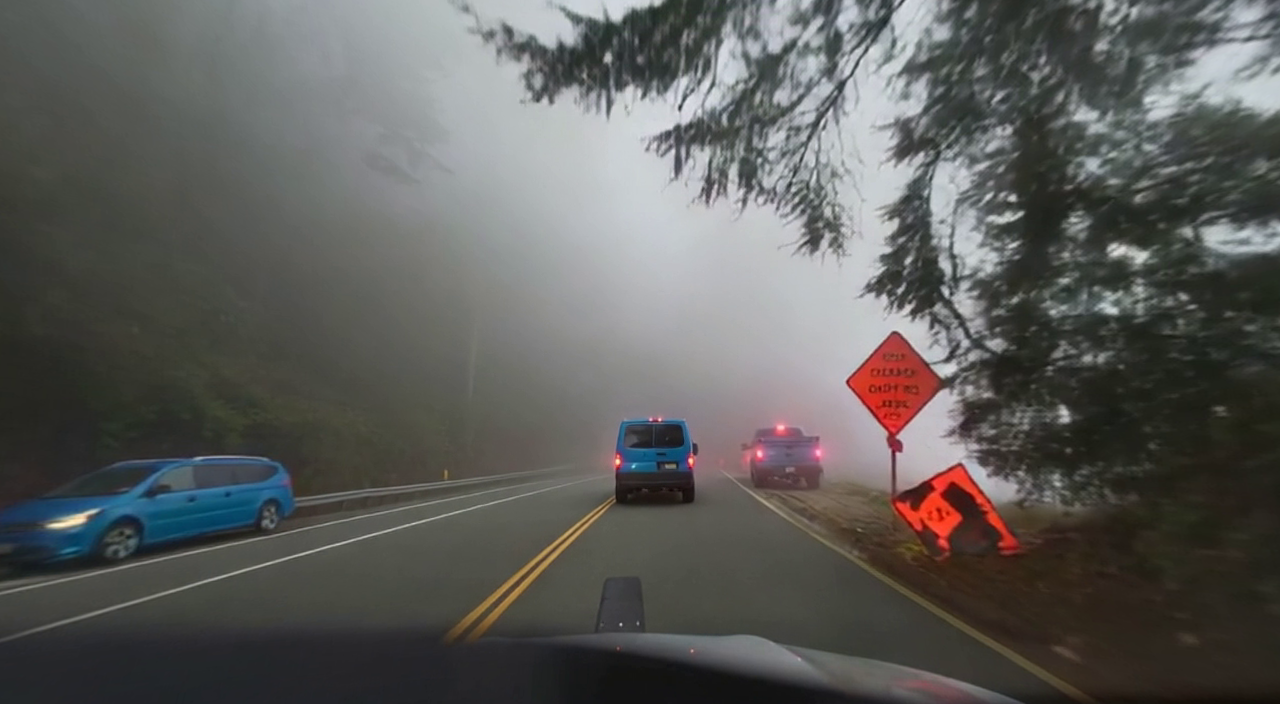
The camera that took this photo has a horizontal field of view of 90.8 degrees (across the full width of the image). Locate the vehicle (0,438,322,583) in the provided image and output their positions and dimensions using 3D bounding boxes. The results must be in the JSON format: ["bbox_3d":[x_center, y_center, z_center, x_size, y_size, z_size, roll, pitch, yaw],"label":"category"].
[{"bbox_3d":[-8.204,2.450,11.023,2.055,1.809,5.906,0,-9,2],"label":"vehicle"}]

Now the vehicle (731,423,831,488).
[{"bbox_3d":[5.012,3.846,23.880,2.833,2.033,7.668,-1,-9,6],"label":"vehicle"}]

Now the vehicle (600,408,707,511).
[{"bbox_3d":[0.481,2.736,16.498,2.362,2.247,4.892,-1,-9,5],"label":"vehicle"}]
